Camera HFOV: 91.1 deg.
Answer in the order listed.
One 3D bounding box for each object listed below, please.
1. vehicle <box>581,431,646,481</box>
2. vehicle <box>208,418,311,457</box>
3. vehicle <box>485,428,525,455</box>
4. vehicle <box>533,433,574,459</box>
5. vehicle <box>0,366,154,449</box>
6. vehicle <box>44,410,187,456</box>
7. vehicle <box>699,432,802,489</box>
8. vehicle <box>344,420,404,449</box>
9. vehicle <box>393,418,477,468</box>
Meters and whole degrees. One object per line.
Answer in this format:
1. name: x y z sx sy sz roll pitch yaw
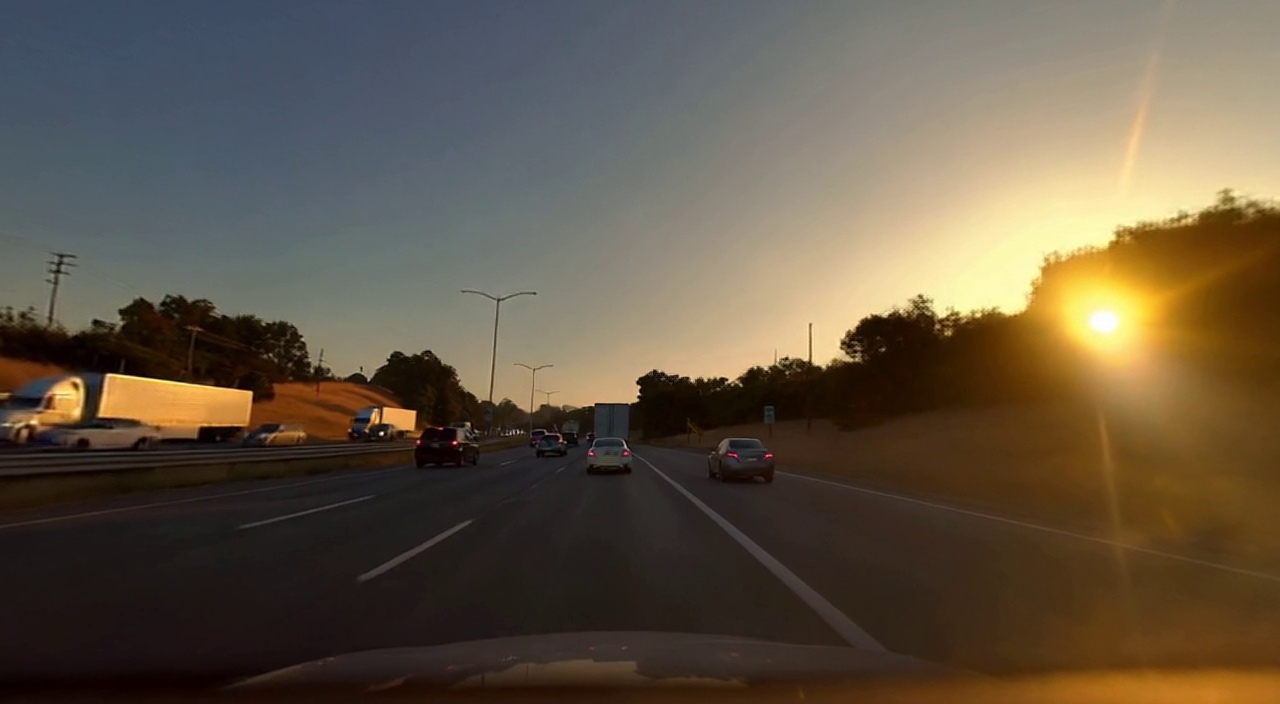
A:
1. vehicle: -0.882 3.398 20.890 1.980 1.478 3.758 0 -8 -2
2. vehicle: -15.830 3.584 26.411 1.903 1.506 3.980 0 -8 -2
3. vehicle: -9.482 6.308 44.468 1.992 1.838 4.493 0 -8 -2
4. vehicle: -5.275 5.781 38.759 2.046 1.493 4.384 0 -8 -2
5. vehicle: -28.410 2.944 32.006 2.908 3.868 5.411 0 -8 -3
6. vehicle: -19.496 3.063 23.648 1.831 1.575 4.218 0 -8 -3
7. vehicle: 3.135 3.159 18.830 1.981 1.474 4.396 0 -8 -4
8. vehicle: -16.197 5.068 38.502 1.993 1.617 4.277 0 -8 -3
9. vehicle: -8.719 3.906 27.194 2.158 1.943 4.662 0 -8 -2
